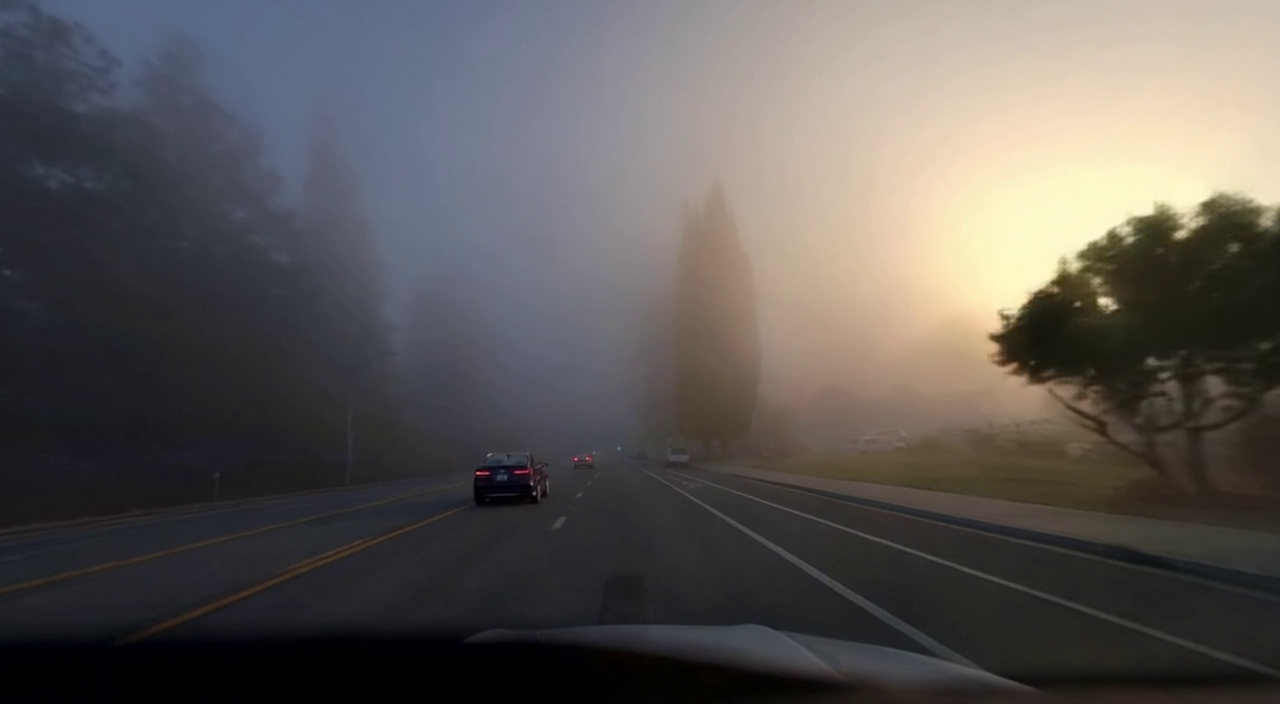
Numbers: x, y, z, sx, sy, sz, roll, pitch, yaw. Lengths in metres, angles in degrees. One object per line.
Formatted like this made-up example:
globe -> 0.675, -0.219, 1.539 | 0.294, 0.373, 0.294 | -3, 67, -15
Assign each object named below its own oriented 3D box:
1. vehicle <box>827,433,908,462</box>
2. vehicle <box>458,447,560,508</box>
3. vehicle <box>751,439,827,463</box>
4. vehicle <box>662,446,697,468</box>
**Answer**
vehicle -> 13.389, 5.634, 37.276 | 3.965, 1.543, 2.021 | -2, -8, -2
vehicle -> -3.559, 3.486, 18.024 | 2.099, 1.470, 4.302 | 0, -8, -2
vehicle -> 10.569, 7.027, 44.912 | 4.766, 1.585, 2.020 | 0, -9, -5
vehicle -> 3.005, 8.188, 49.330 | 2.107, 1.620, 4.793 | 0, -9, -4
